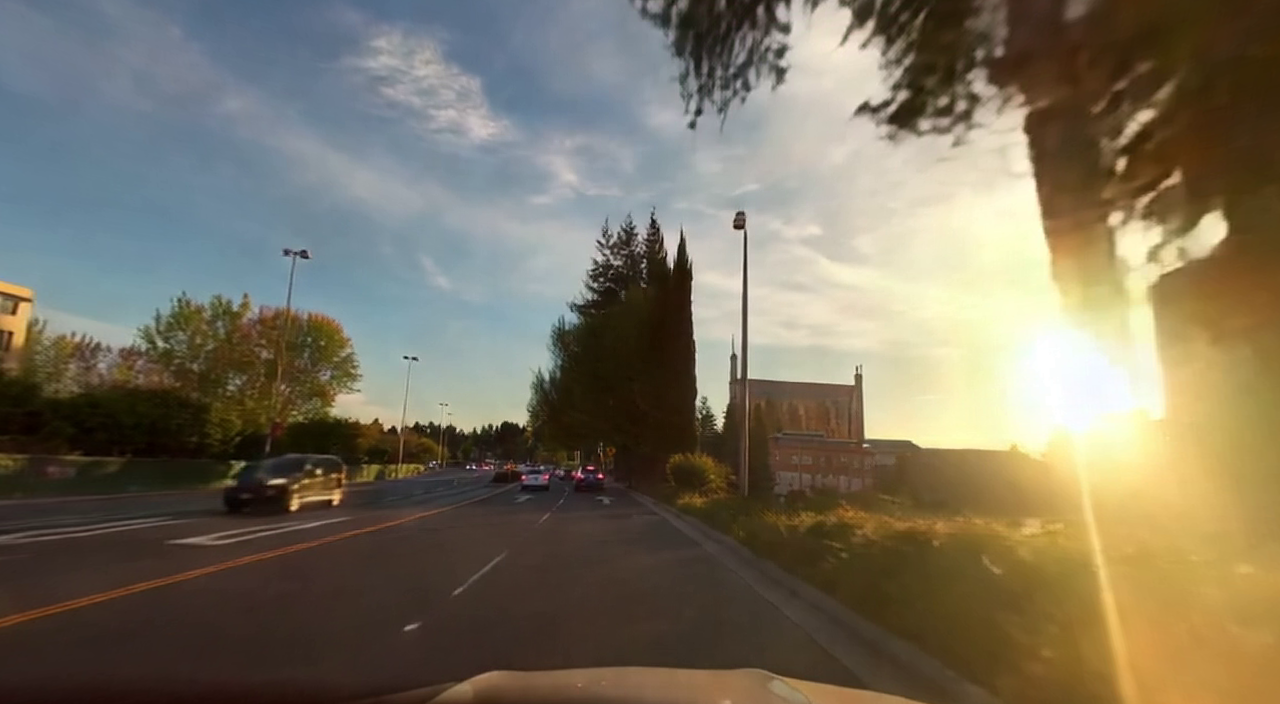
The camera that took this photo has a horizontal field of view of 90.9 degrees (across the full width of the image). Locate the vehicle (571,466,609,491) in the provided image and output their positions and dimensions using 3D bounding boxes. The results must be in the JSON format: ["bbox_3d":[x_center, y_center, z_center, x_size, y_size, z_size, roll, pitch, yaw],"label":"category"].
[{"bbox_3d":[-3.336,8.232,41.130,2.129,1.471,4.258,3,-10,-8],"label":"vehicle"}]

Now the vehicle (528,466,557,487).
[{"bbox_3d":[-7.458,9.473,48.226,2.030,1.441,4.806,3,-10,-8],"label":"vehicle"}]

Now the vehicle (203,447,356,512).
[{"bbox_3d":[-10.703,3.844,19.202,2.183,1.665,4.498,2,-10,-4],"label":"vehicle"}]
